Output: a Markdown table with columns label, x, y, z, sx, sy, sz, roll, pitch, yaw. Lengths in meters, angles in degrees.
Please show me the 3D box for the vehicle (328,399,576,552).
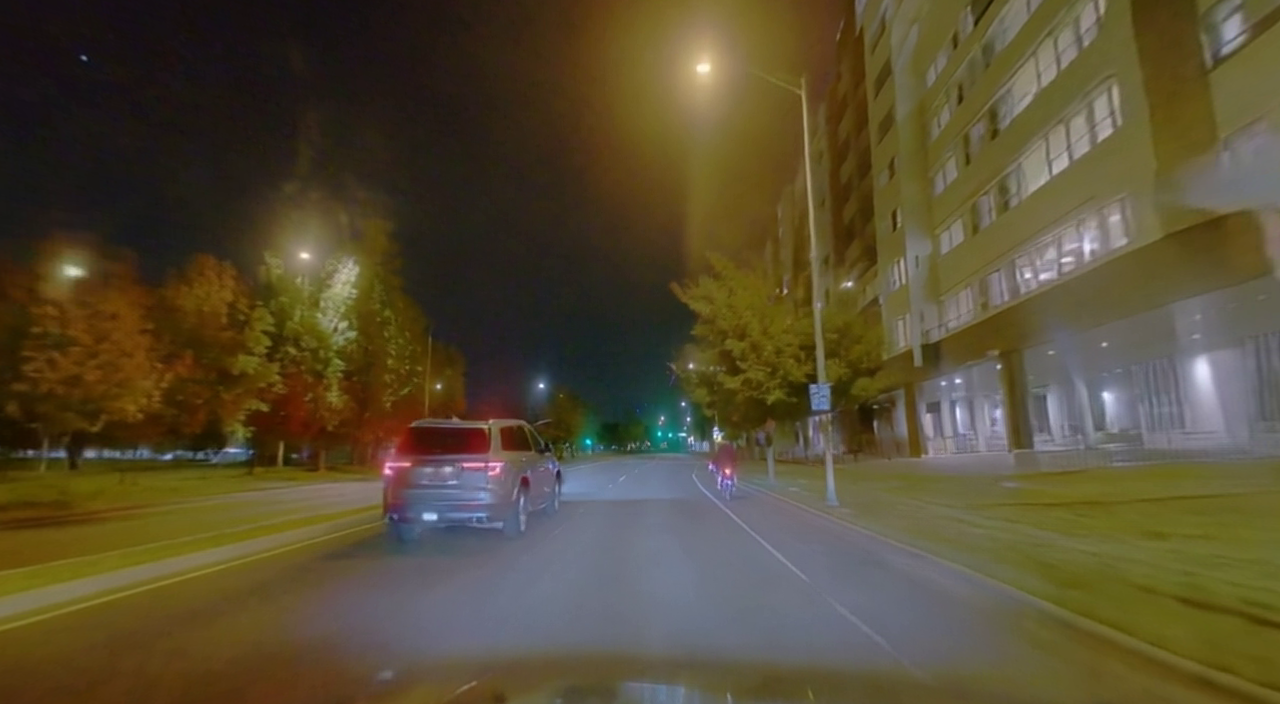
| label | x | y | z | sx | sy | sz | roll | pitch | yaw |
| --- | --- | --- | --- | --- | --- | --- | --- | --- | --- |
| vehicle | -2.588 | 1.912 | 10.388 | 2.294 | 1.859 | 5.127 | -1 | -9 | 3 |
